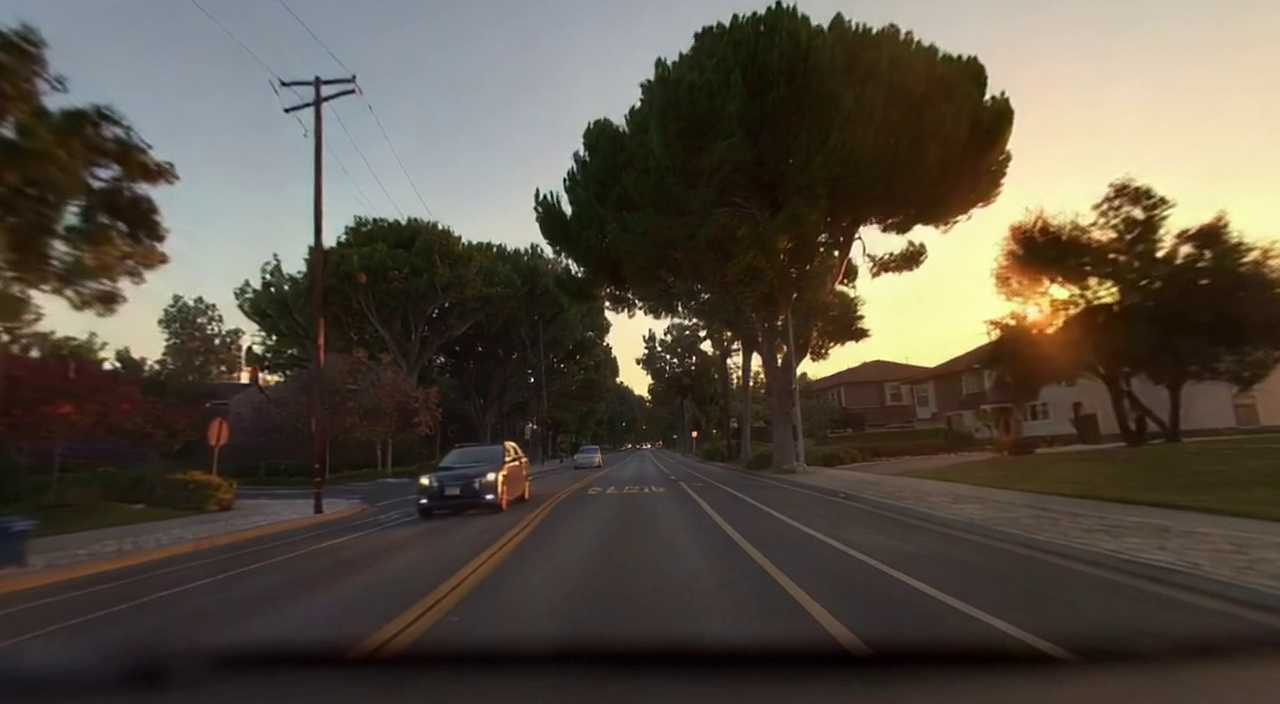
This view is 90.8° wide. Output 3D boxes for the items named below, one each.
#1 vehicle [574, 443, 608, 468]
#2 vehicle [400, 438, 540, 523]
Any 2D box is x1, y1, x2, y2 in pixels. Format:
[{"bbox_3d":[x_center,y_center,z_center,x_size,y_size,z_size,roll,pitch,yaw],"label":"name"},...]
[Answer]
[{"bbox_3d":[-3.649,7.770,47.699,2.059,1.743,4.618,0,-9,1],"label":"vehicle"},{"bbox_3d":[-3.578,2.773,14.179,1.974,1.604,4.156,0,-9,0],"label":"vehicle"}]
